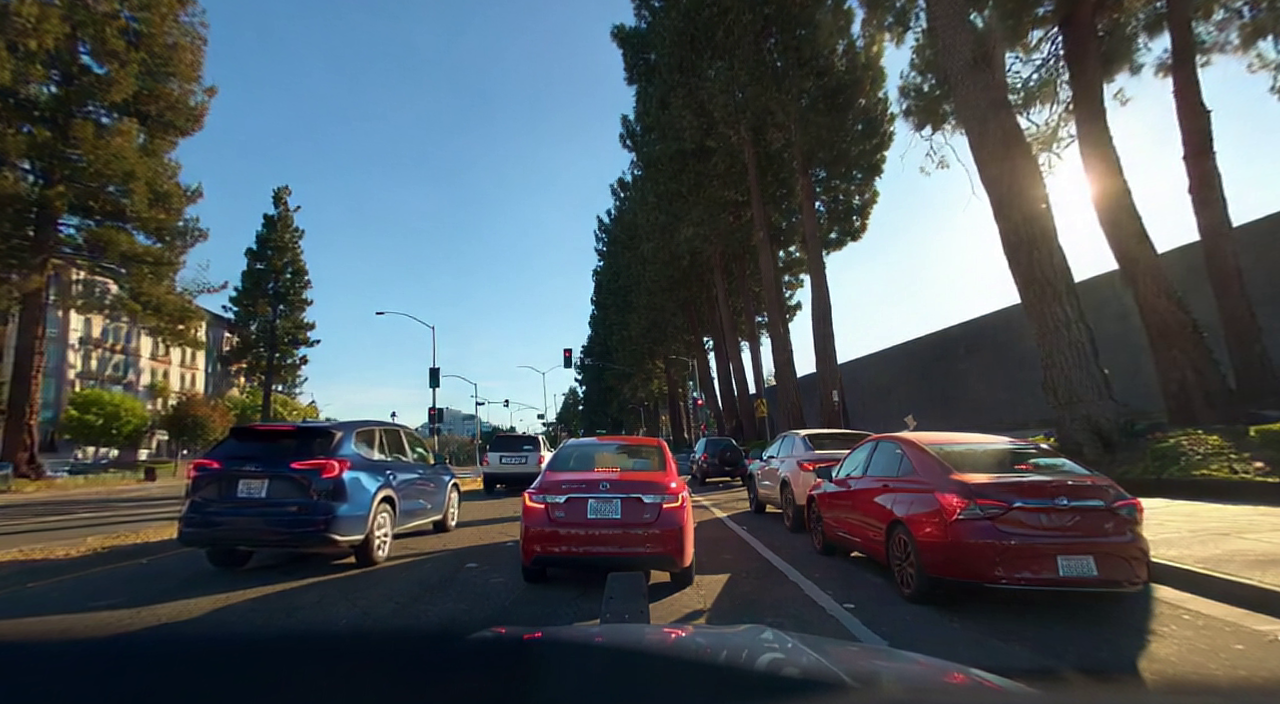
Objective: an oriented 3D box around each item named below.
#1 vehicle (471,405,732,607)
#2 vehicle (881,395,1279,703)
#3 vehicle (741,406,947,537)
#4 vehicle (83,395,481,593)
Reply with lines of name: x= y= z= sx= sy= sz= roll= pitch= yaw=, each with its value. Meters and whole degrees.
vehicle: x=-0.356 y=1.584 z=7.431 sx=2.114 sy=1.631 sz=4.459 roll=0 pitch=-8 yaw=-1
vehicle: x=3.239 y=1.069 z=3.425 sx=2.045 sy=1.459 sz=4.462 roll=0 pitch=-8 yaw=-1
vehicle: x=3.336 y=2.081 z=11.546 sx=2.117 sy=1.879 sz=4.715 roll=0 pitch=-8 yaw=-1
vehicle: x=-3.755 y=1.595 z=7.994 sx=2.141 sy=1.718 sz=4.809 roll=0 pitch=-8 yaw=1
